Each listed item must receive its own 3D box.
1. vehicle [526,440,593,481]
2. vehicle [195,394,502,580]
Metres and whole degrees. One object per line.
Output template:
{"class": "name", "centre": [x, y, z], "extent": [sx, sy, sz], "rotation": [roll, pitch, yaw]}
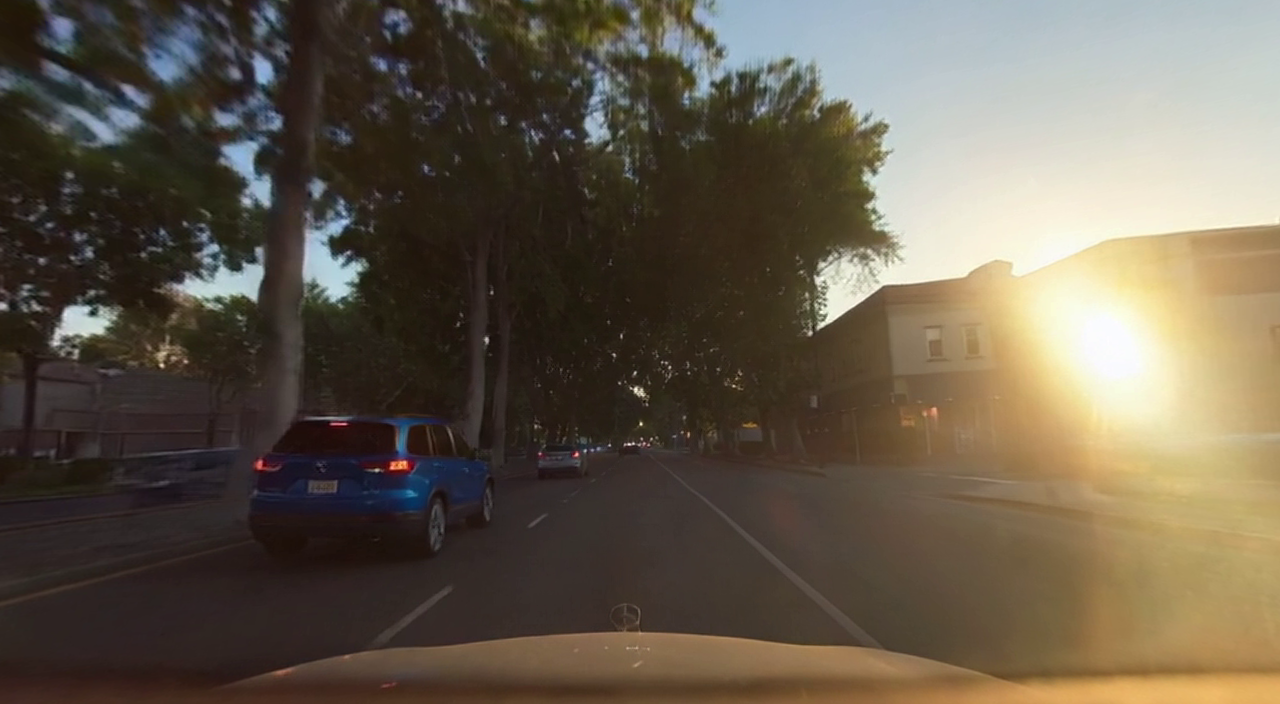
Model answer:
{"class": "vehicle", "centre": [-3.123, 4.337, 25.548], "extent": [2.069, 1.470, 4.601], "rotation": [0, -8, 0]}
{"class": "vehicle", "centre": [-3.359, 1.648, 8.489], "extent": [2.042, 1.817, 4.364], "rotation": [0, -8, 0]}
